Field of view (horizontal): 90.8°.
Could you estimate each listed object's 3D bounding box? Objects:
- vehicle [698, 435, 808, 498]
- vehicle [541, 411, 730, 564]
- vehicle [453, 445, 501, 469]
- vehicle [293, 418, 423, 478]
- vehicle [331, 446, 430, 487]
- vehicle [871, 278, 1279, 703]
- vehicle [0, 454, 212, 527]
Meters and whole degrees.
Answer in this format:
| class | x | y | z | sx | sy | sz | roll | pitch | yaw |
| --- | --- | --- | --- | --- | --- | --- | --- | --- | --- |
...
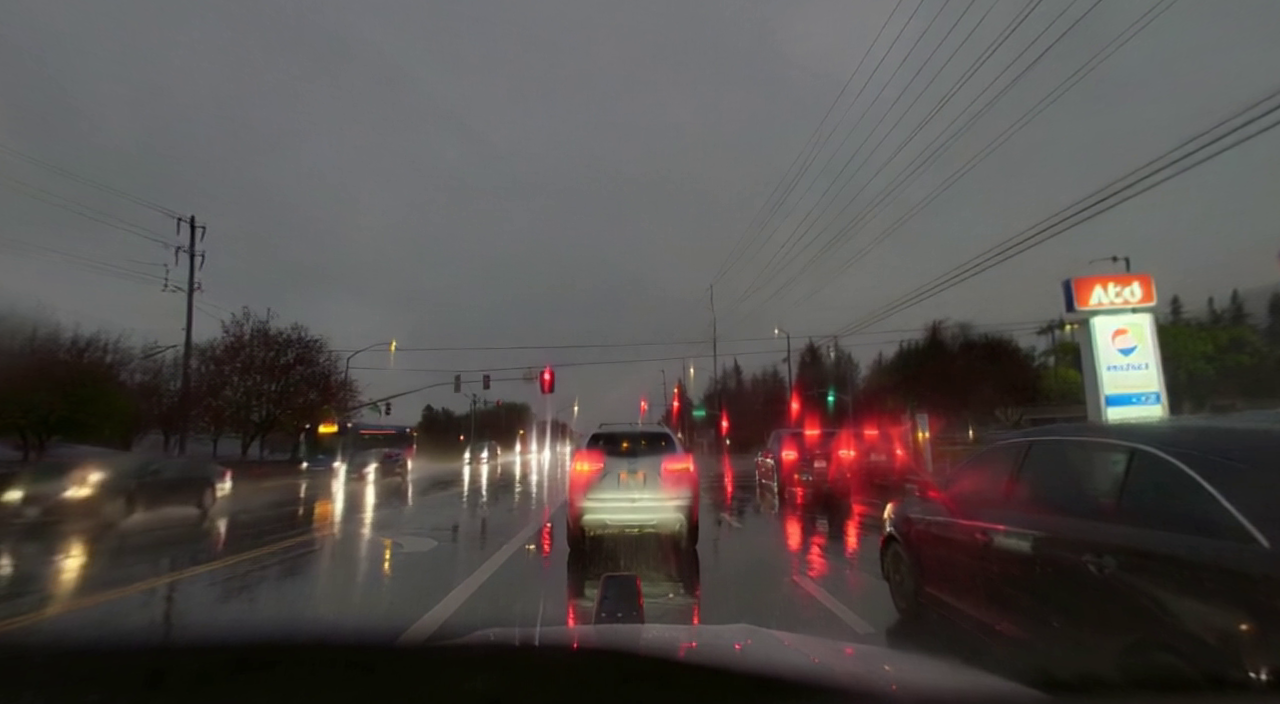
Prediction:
| class | x | y | z | sx | sy | sz | roll | pitch | yaw |
| --- | --- | --- | --- | --- | --- | --- | --- | --- | --- |
| vehicle | 2.889 | 3.051 | 17.254 | 2.040 | 1.481 | 4.407 | 0 | -9 | -2 |
| vehicle | -0.102 | 1.810 | 9.112 | 2.087 | 1.677 | 4.053 | 0 | -9 | -1 |
| vehicle | -10.798 | 6.989 | 42.210 | 1.976 | 1.483 | 4.630 | 0 | -9 | 0 |
| vehicle | -18.607 | 6.525 | 43.139 | 3.010 | 3.475 | 12.655 | 0 | -9 | 0 |
| vehicle | -10.486 | 4.628 | 25.975 | 2.030 | 1.498 | 4.690 | 0 | -9 | 0 |
| vehicle | 3.093 | 0.863 | 3.330 | 2.049 | 1.813 | 4.245 | 0 | -9 | -1 |
| vehicle | -13.411 | 3.350 | 15.932 | 1.967 | 1.486 | 4.701 | 0 | -9 | 0 |
